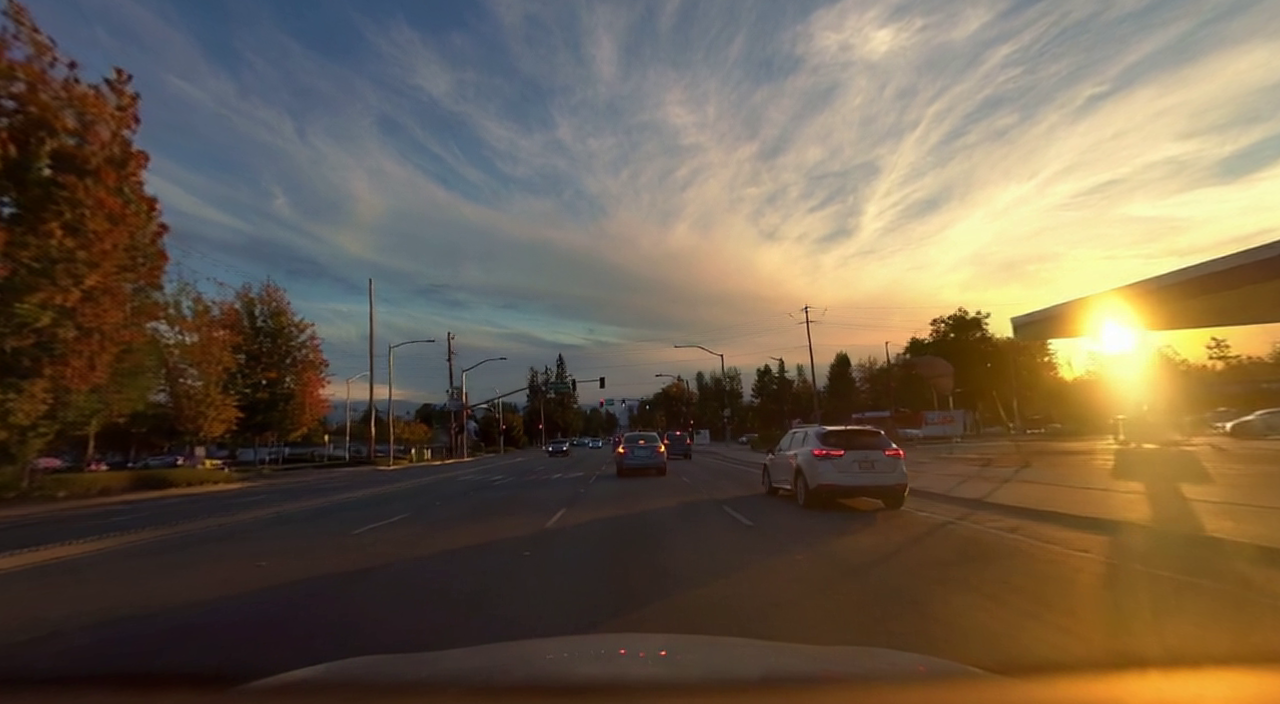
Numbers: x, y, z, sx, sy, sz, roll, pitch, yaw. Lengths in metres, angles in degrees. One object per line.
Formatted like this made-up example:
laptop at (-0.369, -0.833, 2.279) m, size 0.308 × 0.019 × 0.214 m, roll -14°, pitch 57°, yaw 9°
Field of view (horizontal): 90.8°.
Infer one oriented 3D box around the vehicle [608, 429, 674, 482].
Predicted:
vehicle at (-0.041, 3.684, 22.804) m, size 2.164 × 1.718 × 3.881 m, roll 0°, pitch -8°, yaw -2°

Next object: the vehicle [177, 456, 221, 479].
vehicle at (-30.746, 8.002, 43.981) m, size 1.948 × 1.452 × 4.370 m, roll 7°, pitch -11°, yaw -40°

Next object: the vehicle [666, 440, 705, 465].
vehicle at (2.577, 5.803, 36.634) m, size 1.822 × 1.331 × 3.583 m, roll 0°, pitch -8°, yaw -2°

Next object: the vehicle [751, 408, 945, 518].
vehicle at (3.863, 2.189, 12.926) m, size 2.116 × 1.791 × 5.006 m, roll 0°, pitch -8°, yaw -2°
